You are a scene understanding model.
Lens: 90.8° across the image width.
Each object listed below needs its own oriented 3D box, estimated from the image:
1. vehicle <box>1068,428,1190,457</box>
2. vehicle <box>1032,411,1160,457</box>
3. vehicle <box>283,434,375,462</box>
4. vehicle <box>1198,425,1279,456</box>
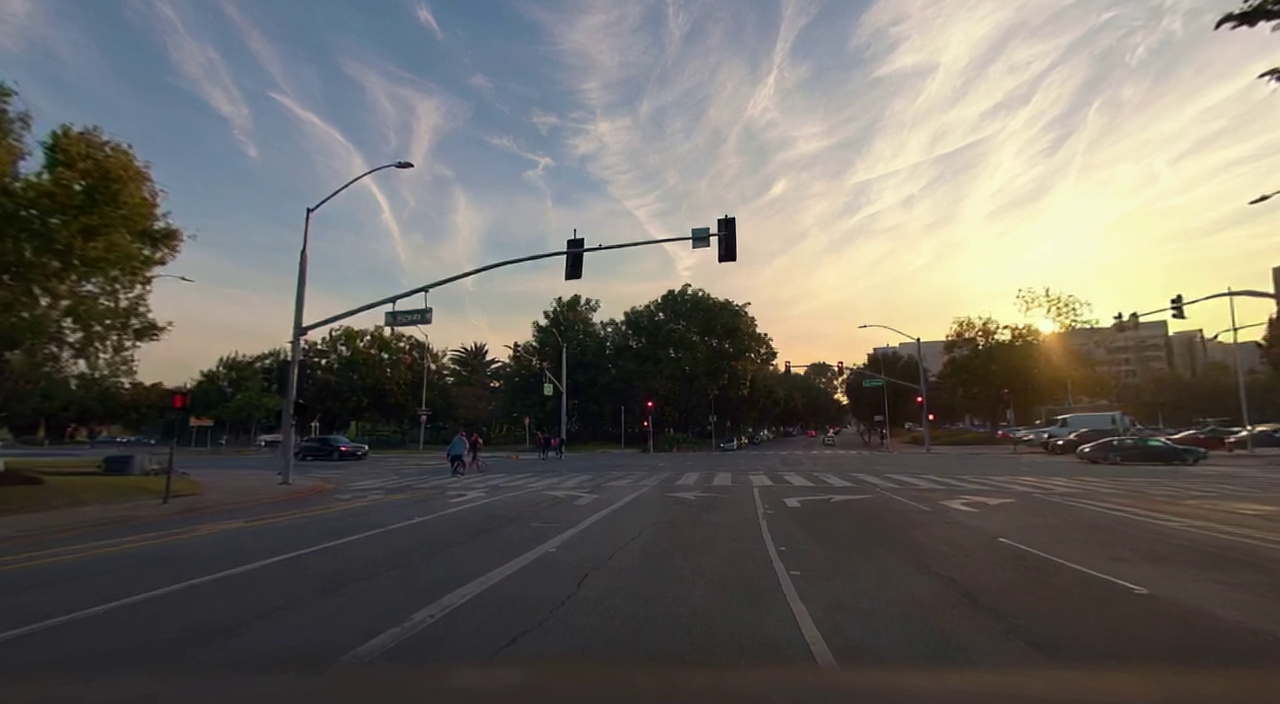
[{"bbox_3d":[26.117,4.857,33.903,4.740,1.464,1.876,-2,-9,11],"label":"vehicle"},{"bbox_3d":[28.634,5.219,39.950,5.855,2.746,2.523,-2,-9,12],"label":"vehicle"},{"bbox_3d":[-17.178,5.328,34.931,4.265,1.493,1.871,-2,-9,13],"label":"vehicle"},{"bbox_3d":[36.954,5.302,37.751,4.896,1.729,1.952,-2,-9,12],"label":"vehicle"}]
